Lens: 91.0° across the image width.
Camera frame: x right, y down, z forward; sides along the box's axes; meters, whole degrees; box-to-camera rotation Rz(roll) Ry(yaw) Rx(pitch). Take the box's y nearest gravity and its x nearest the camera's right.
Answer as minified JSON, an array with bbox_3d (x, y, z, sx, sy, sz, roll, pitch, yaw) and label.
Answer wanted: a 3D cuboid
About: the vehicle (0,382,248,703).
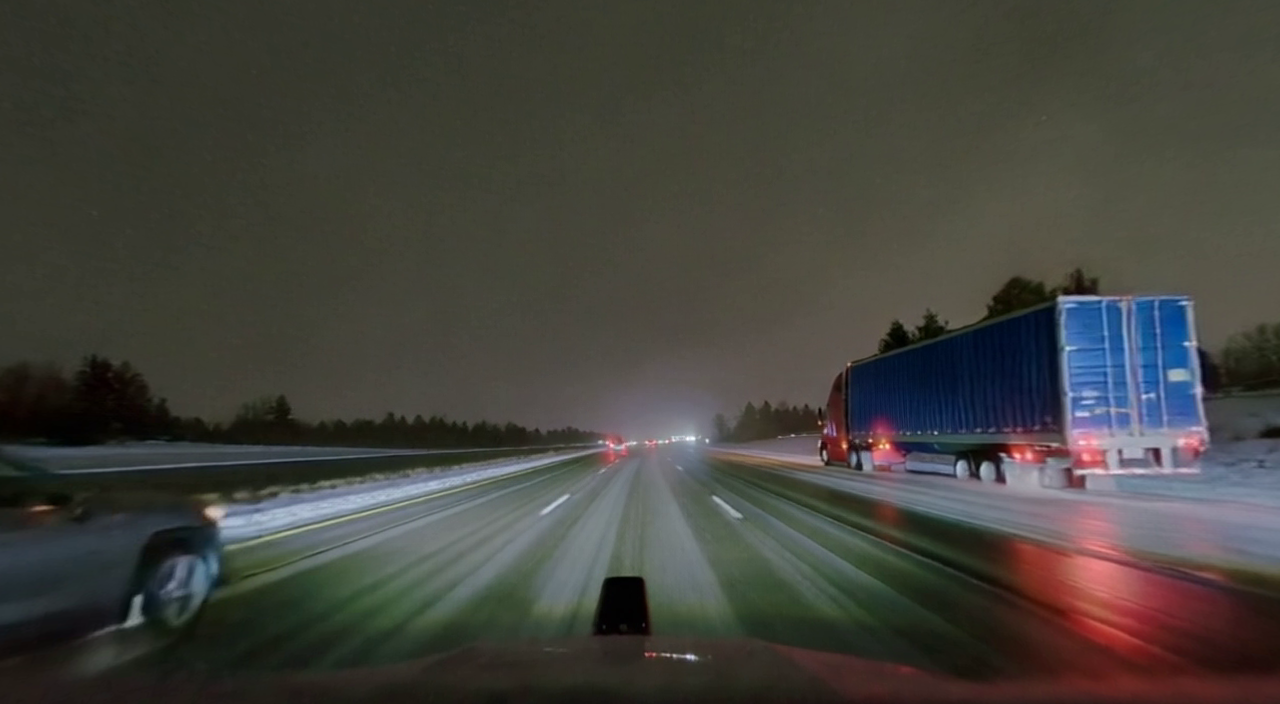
[{"bbox_3d":[-3.921,0.823,2.039,2.053,1.587,4.855,0,-8,2],"label":"vehicle"}]
